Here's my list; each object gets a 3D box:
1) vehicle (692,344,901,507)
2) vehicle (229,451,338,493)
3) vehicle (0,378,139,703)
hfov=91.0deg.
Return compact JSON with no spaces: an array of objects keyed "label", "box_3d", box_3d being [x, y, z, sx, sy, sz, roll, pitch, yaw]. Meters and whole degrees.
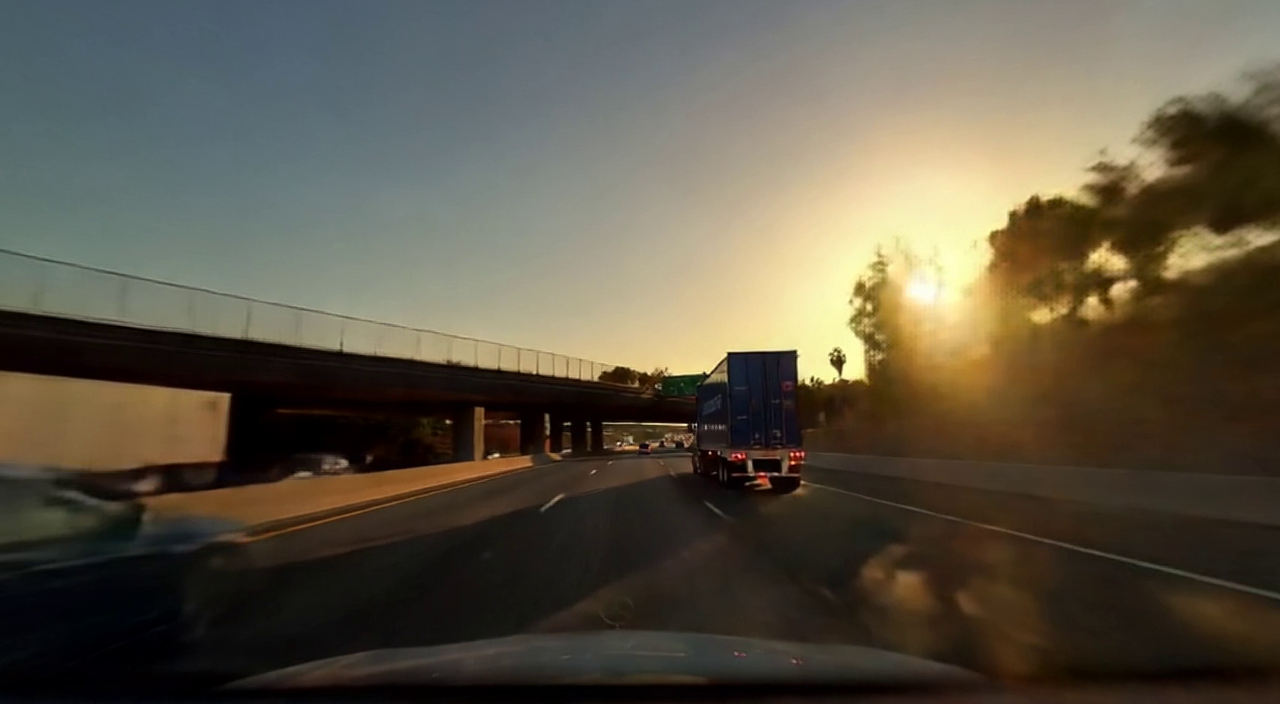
[{"label":"vehicle","box_3d":[3.891,2.393,19.628,3.306,3.531,11.717,0,-8,-1]},{"label":"vehicle","box_3d":[-15.062,5.055,26.888,2.177,1.567,4.098,-1,-8,1]},{"label":"vehicle","box_3d":[-3.307,0.637,0.421,2.276,1.551,4.484,0,-8,-1]}]
